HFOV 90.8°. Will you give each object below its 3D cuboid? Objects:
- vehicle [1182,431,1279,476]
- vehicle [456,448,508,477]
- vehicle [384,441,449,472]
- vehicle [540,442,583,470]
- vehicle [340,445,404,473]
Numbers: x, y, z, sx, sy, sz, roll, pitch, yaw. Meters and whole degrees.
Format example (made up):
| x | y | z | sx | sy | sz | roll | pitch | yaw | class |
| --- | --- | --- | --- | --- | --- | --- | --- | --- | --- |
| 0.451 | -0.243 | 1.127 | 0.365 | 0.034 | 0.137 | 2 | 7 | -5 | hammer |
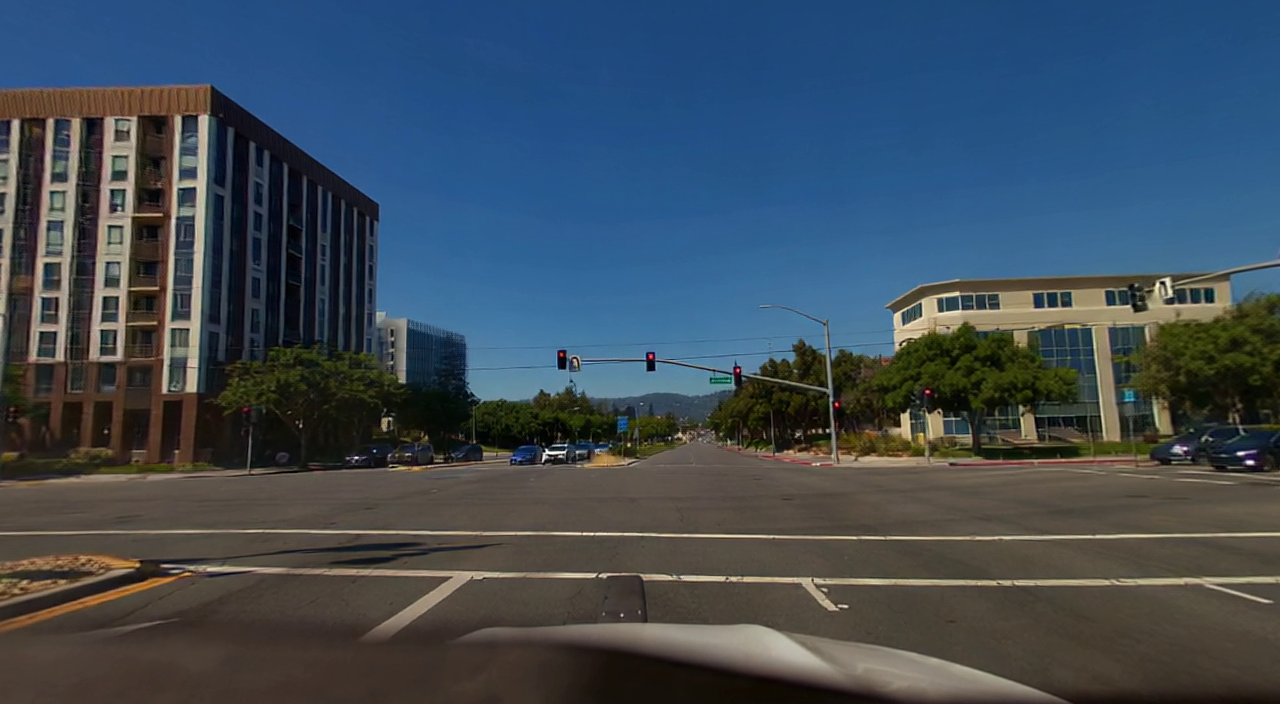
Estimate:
| x | y | z | sx | sy | sz | roll | pitch | yaw | class |
| --- | --- | --- | --- | --- | --- | --- | --- | --- | --- |
| 22.311 | 3.565 | 22.365 | 4.474 | 1.477 | 1.908 | 0 | -9 | -3 | vehicle |
| -7.697 | 5.391 | 31.185 | 1.910 | 1.288 | 4.093 | 1 | -9 | -6 | vehicle |
| -15.145 | 7.123 | 43.248 | 2.340 | 1.946 | 5.450 | -1 | -9 | 1 | vehicle |
| -4.282 | 5.784 | 35.311 | 2.109 | 1.461 | 4.637 | 0 | -9 | -4 | vehicle |
| -18.559 | 7.412 | 44.081 | 2.237 | 1.842 | 5.116 | 0 | -9 | 0 | vehicle |
